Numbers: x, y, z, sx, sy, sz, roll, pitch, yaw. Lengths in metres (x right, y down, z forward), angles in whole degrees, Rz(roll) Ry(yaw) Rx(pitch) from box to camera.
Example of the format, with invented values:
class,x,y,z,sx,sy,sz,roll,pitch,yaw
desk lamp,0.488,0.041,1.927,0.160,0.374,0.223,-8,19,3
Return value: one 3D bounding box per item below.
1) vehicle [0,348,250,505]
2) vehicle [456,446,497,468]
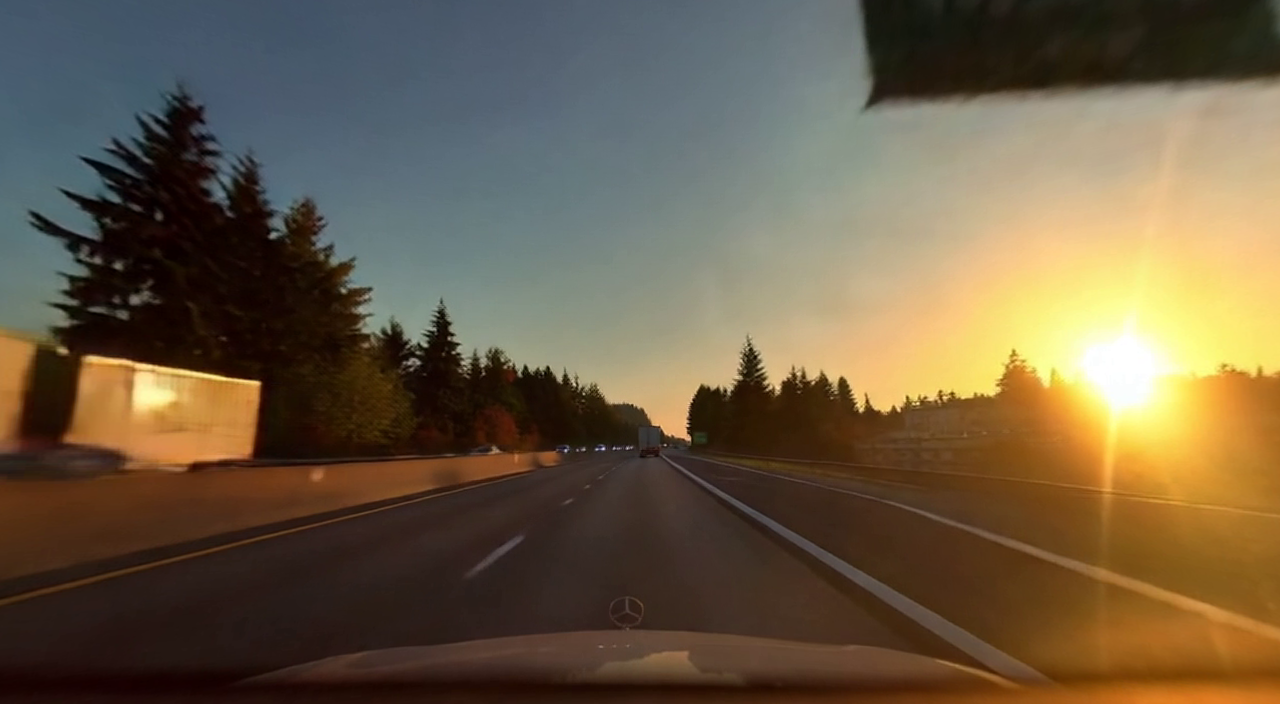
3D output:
class,x,y,z,sx,sy,sz,roll,pitch,yaw
vehicle,-16.437,2.476,20.015,2.866,3.987,7.870,0,-9,1
vehicle,-11.528,7.427,44.644,1.827,1.465,4.048,0,-9,0
